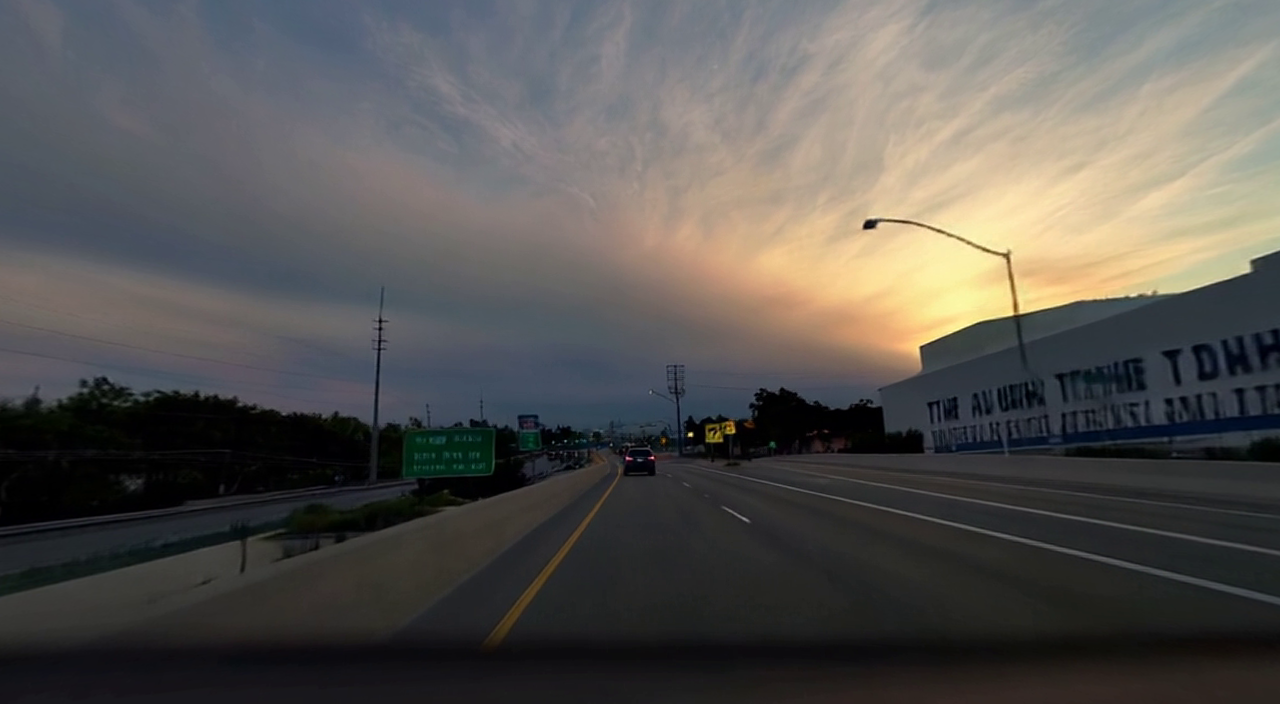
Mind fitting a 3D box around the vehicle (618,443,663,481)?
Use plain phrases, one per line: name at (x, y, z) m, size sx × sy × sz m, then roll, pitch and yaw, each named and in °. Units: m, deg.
vehicle at (-0.026, 5.495, 31.719) m, size 2.089 × 1.718 × 4.193 m, roll 0°, pitch -9°, yaw -1°
